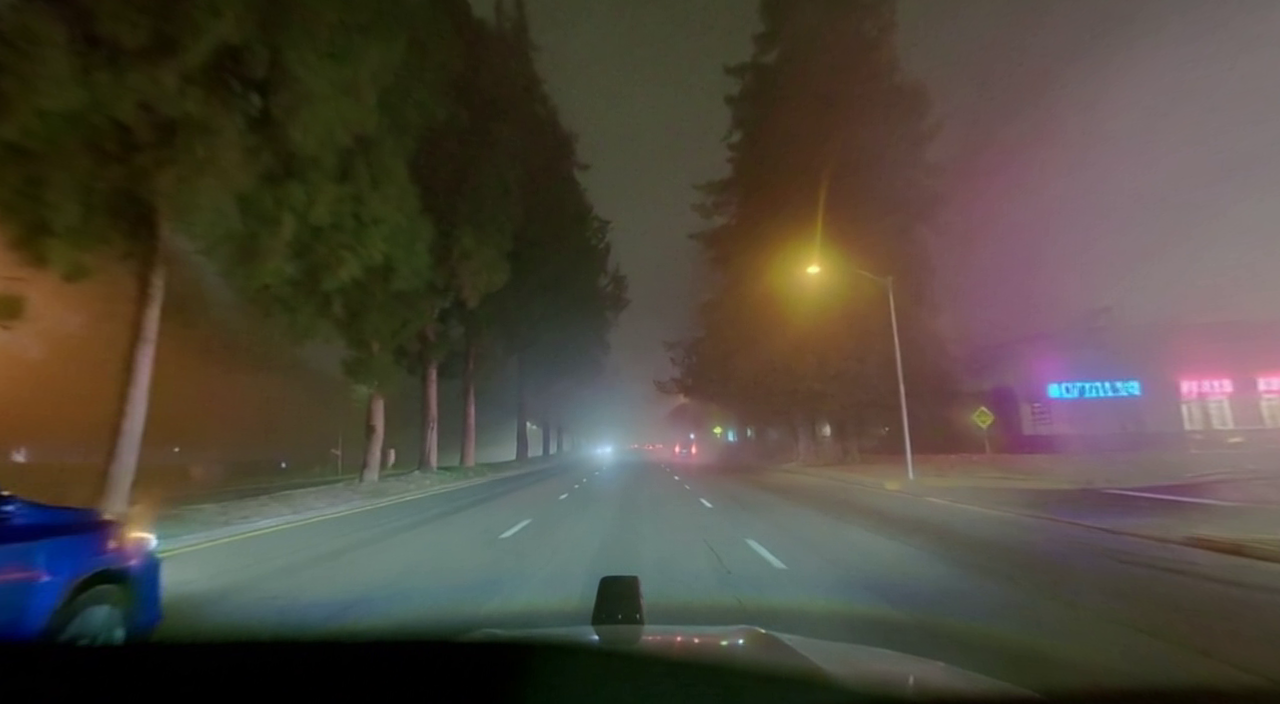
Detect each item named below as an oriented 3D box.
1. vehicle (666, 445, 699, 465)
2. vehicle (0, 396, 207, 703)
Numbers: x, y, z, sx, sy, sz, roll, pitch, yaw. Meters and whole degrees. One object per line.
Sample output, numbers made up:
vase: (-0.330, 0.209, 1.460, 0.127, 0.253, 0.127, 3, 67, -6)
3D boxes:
vehicle: (3.204, 7.860, 48.431, 2.033, 1.482, 4.571, 0, -8, -2)
vehicle: (-3.555, 0.724, 1.084, 2.085, 1.497, 4.989, 0, -8, 0)
